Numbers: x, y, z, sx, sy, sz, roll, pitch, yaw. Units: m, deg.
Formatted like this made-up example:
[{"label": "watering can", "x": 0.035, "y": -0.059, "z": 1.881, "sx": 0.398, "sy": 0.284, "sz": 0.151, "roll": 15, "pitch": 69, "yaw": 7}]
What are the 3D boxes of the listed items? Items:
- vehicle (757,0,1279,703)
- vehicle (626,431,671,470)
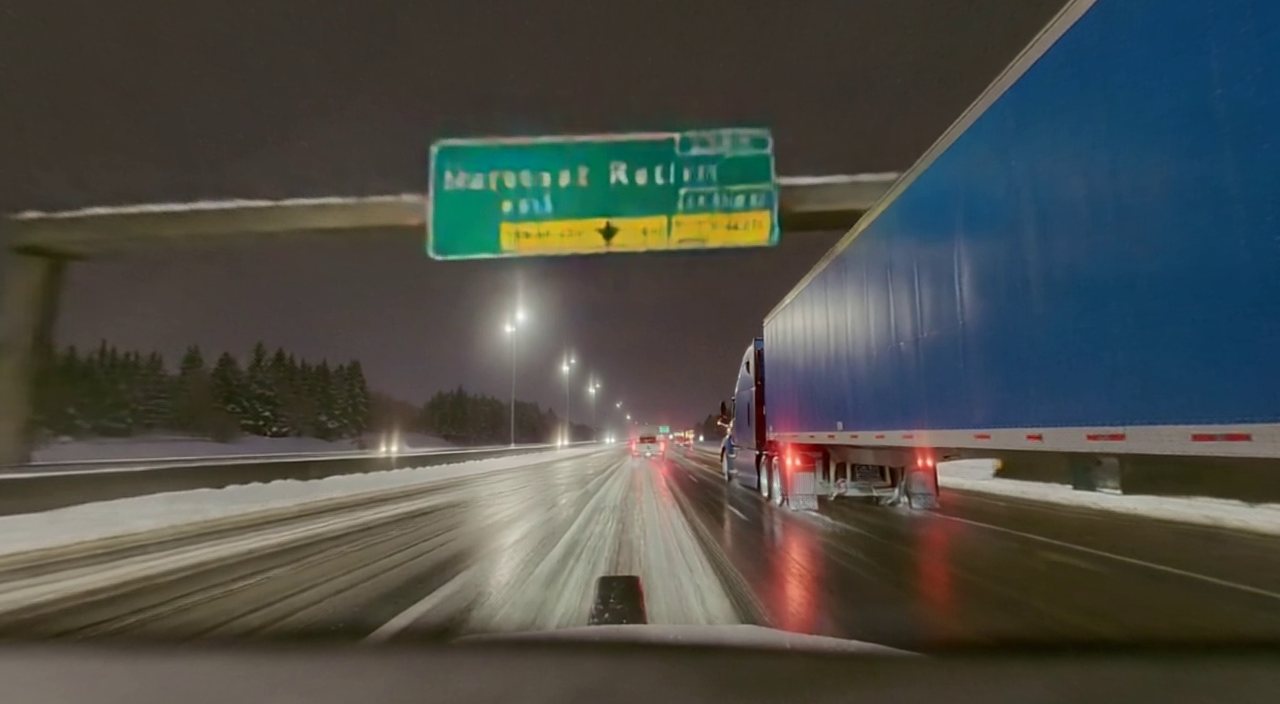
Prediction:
[{"label": "vehicle", "x": 4.029, "y": 0.149, "z": 5.728, "sx": 3.019, "sy": 4.145, "sz": 16.453, "roll": -1, "pitch": -8, "yaw": 1}, {"label": "vehicle", "x": 0.405, "y": 5.156, "z": 33.051, "sx": 2.205, "sy": 1.860, "sz": 4.301, "roll": 0, "pitch": -8, "yaw": 0}]
